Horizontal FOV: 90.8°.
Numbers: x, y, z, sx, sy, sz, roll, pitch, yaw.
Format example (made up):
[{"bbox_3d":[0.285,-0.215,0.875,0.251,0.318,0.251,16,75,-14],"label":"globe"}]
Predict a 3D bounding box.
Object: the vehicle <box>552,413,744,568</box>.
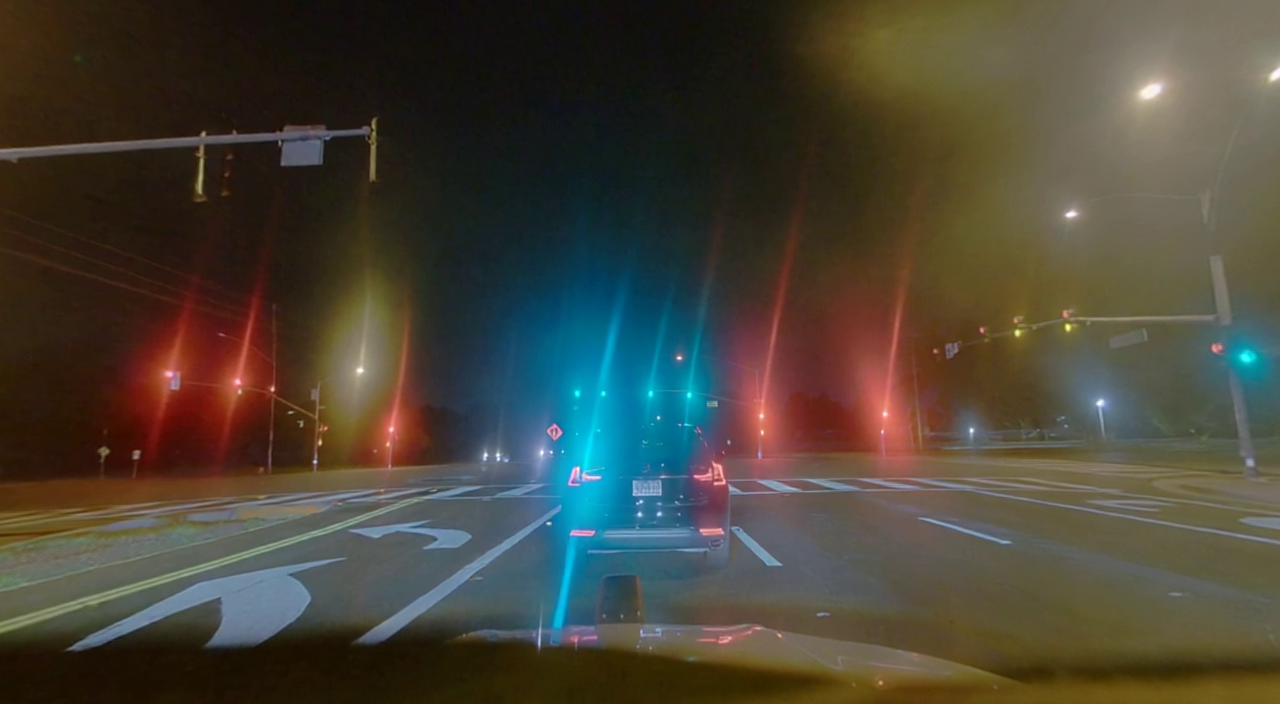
[{"bbox_3d":[0.046,1.755,8.711,2.027,1.626,3.942,0,-8,-1],"label":"vehicle"}]
